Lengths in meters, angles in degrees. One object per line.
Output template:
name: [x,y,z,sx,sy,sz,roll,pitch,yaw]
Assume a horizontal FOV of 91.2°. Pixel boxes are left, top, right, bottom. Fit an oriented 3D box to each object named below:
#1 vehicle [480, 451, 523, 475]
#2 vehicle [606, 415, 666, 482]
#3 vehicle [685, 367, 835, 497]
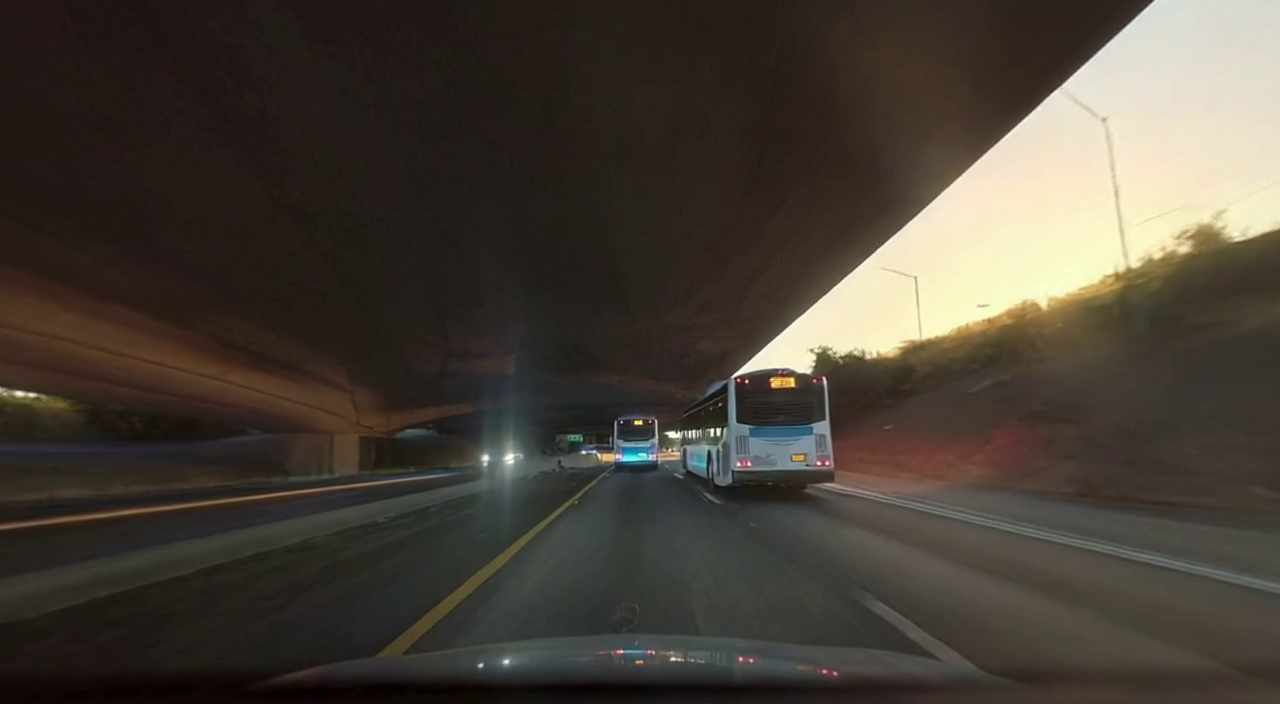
vehicle: [-9.178,7.376,41.833,1.967,1.518,4.110,-1,-9,0]
vehicle: [-0.183,4.366,28.340,2.414,2.675,5.574,-1,-9,0]
vehicle: [3.869,3.230,24.281,3.074,3.668,12.805,0,-9,-1]
